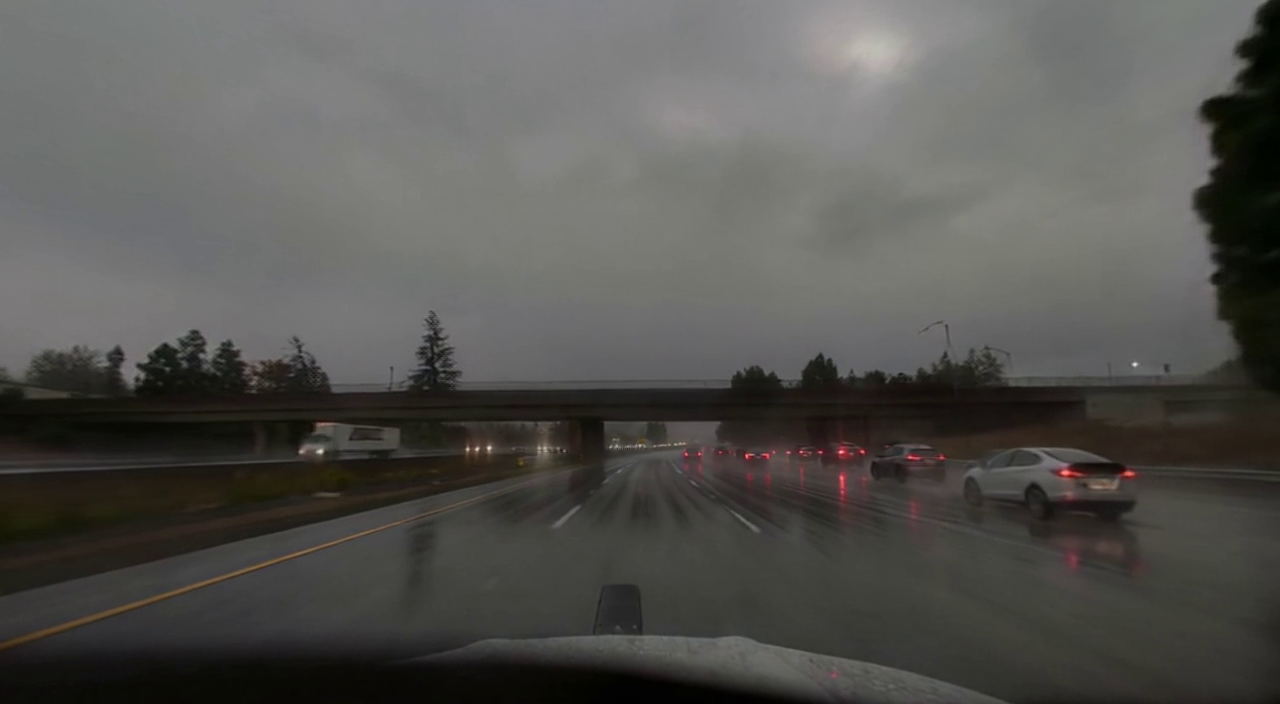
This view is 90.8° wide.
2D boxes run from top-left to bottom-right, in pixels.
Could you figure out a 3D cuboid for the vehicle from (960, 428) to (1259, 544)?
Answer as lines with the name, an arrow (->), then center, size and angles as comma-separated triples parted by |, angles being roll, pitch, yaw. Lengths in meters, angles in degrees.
vehicle -> 7.733, 2.222, 11.114 | 1.862, 1.613, 4.316 | 0, -9, -1
